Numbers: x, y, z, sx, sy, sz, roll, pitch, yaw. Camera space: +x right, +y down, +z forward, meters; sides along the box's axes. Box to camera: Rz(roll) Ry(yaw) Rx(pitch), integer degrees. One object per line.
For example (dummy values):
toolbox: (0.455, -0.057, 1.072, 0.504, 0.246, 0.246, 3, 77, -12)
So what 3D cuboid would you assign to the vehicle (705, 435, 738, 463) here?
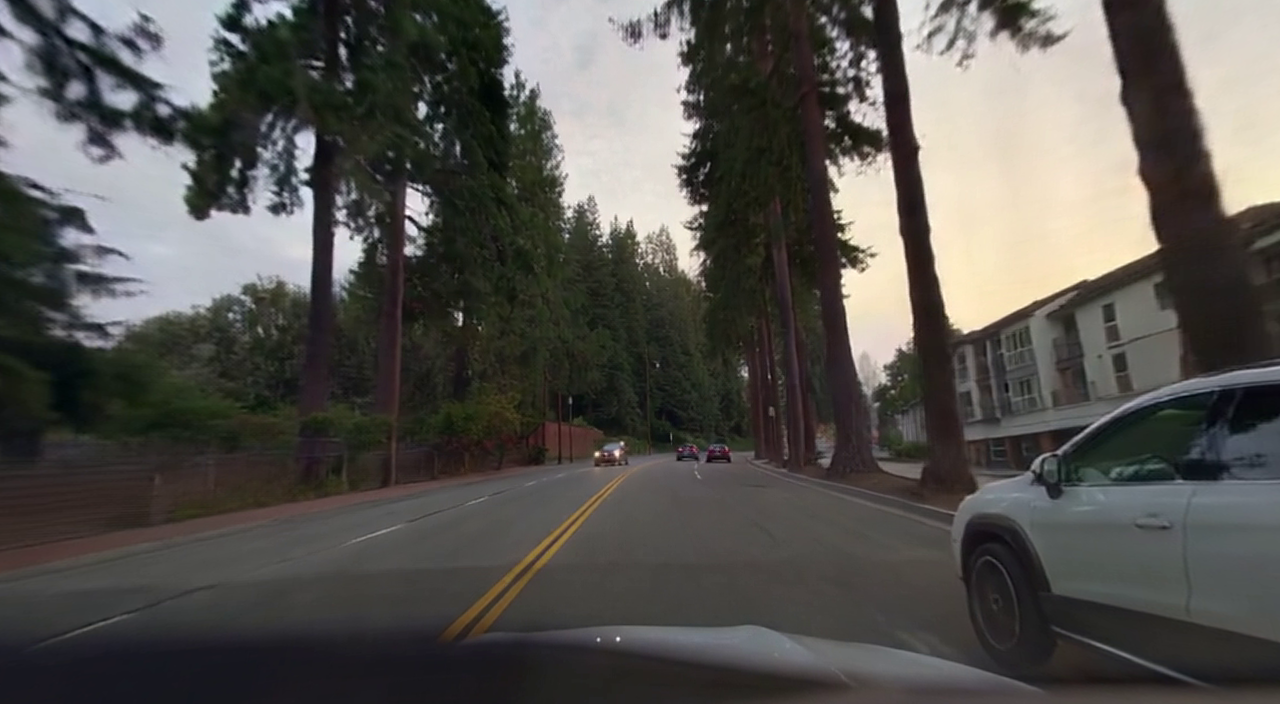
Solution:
vehicle: (5.490, 6.573, 42.518, 2.069, 1.791, 4.422, -1, -8, 6)

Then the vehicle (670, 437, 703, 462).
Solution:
vehicle: (3.756, 7.688, 49.790, 2.158, 1.852, 4.485, -2, -9, 10)

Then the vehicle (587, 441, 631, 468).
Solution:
vehicle: (-1.808, 6.153, 37.843, 1.958, 1.538, 4.081, -1, -8, 6)

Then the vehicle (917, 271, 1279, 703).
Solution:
vehicle: (3.241, 0.690, 2.178, 2.219, 1.881, 5.104, 0, -8, 0)
